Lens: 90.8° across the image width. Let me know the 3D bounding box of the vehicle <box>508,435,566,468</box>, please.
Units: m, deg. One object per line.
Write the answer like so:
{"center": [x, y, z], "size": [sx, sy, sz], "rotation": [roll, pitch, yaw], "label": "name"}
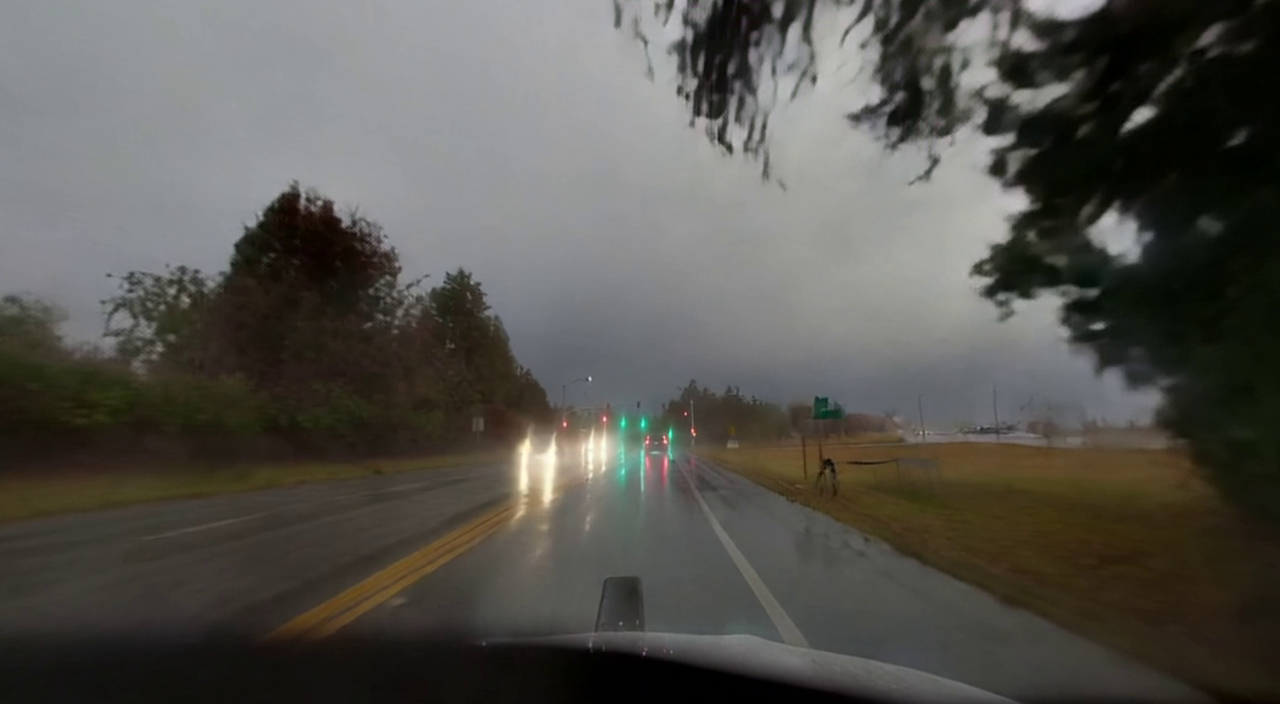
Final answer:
{"center": [-4.870, 4.763, 30.388], "size": [2.002, 1.455, 4.450], "rotation": [0, -8, 1], "label": "vehicle"}
